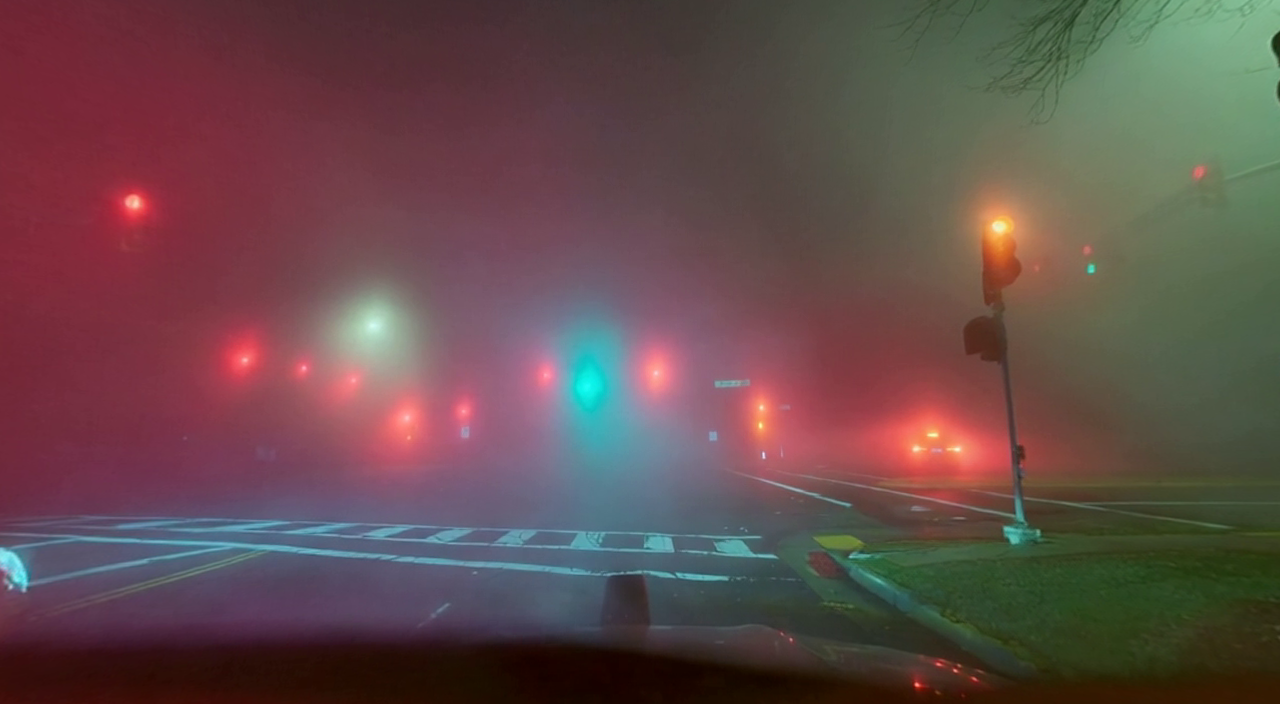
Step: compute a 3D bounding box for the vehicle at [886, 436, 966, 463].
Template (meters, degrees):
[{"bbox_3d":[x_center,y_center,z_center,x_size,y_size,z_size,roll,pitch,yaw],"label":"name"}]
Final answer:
[{"bbox_3d":[16.086,5.511,35.591,3.952,1.468,1.768,-4,-9,22],"label":"vehicle"}]
